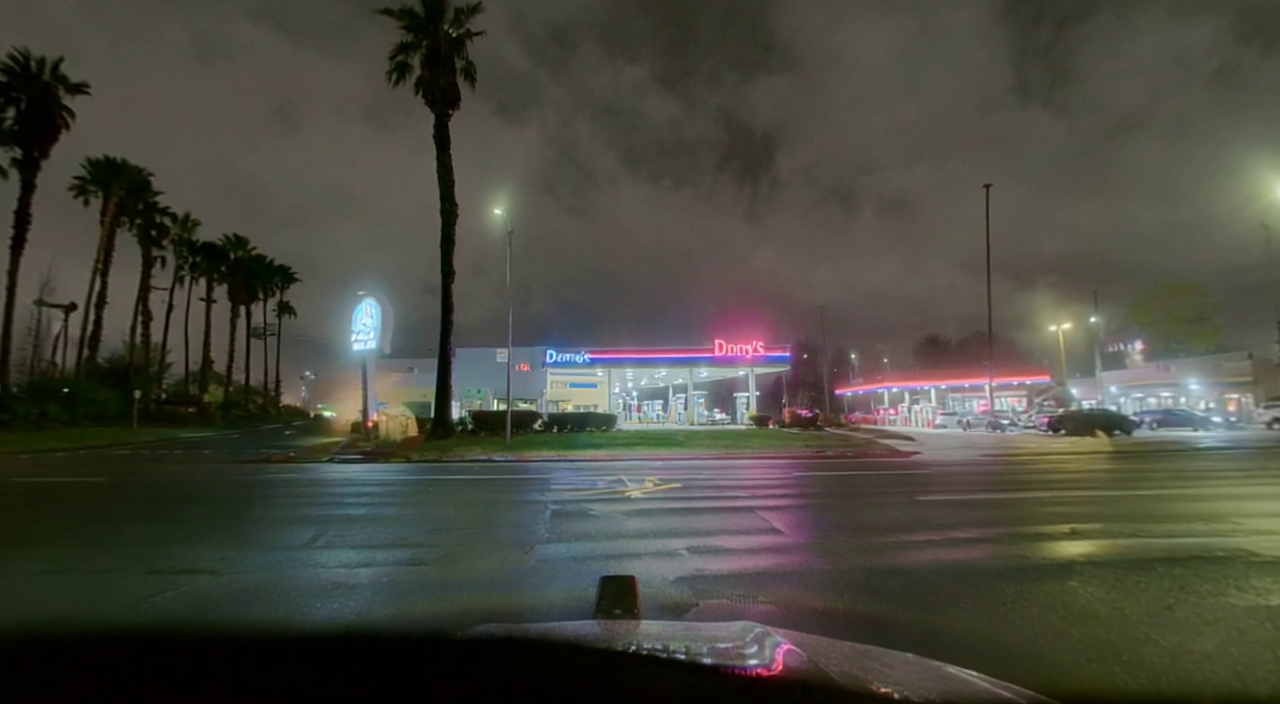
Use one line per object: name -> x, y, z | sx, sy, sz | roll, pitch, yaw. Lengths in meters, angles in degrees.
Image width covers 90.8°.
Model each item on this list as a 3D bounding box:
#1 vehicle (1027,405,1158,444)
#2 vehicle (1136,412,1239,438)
vehicle -> 21.995, 3.486, 30.810 | 4.880, 1.754, 2.202 | 0, -5, -6
vehicle -> 33.869, 4.582, 39.272 | 1.805, 1.466, 4.641 | 1, -9, -8
